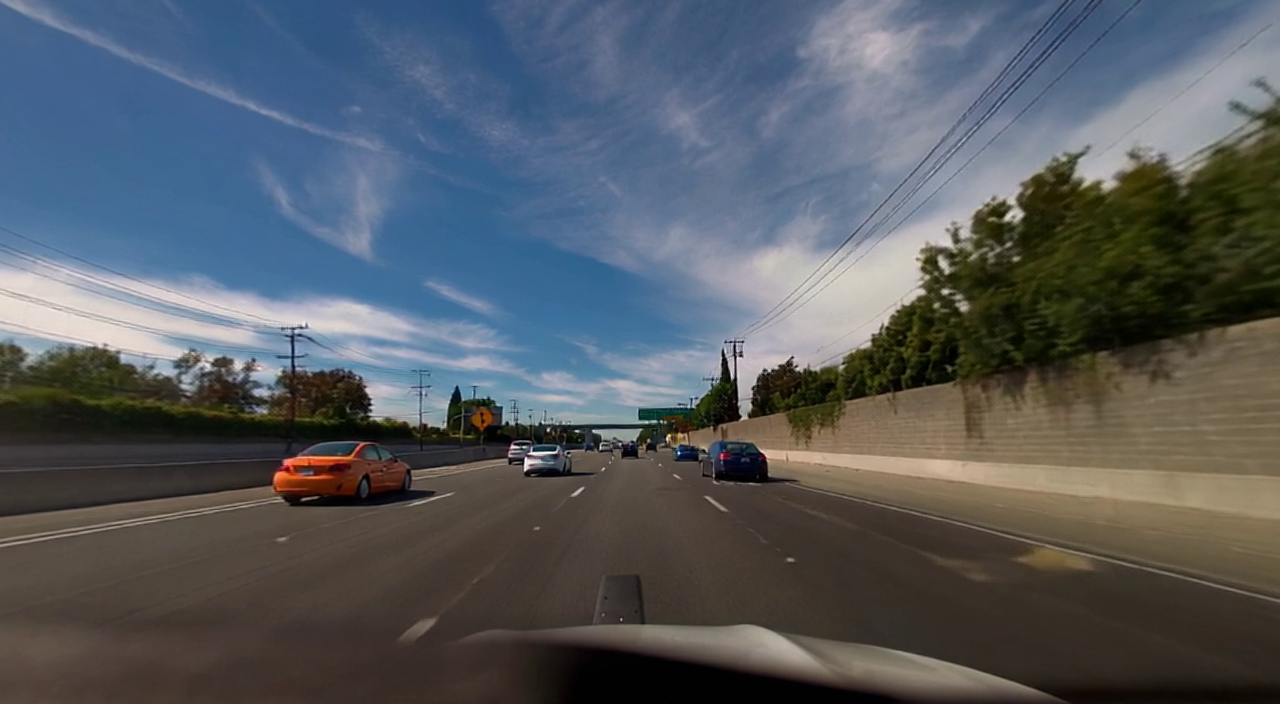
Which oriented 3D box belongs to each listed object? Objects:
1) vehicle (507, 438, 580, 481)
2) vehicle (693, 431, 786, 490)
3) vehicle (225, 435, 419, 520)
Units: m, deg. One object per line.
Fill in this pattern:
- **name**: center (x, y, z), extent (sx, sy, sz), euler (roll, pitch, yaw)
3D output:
- **vehicle**: center (-3.538, 4.026, 23.971), extent (2.066, 1.488, 4.377), euler (0, -8, 0)
- **vehicle**: center (3.012, 3.408, 20.219), extent (2.100, 1.659, 4.387), euler (0, -8, -2)
- **vehicle**: center (-6.354, 2.525, 13.272), extent (1.903, 1.482, 4.180), euler (0, -8, 0)
